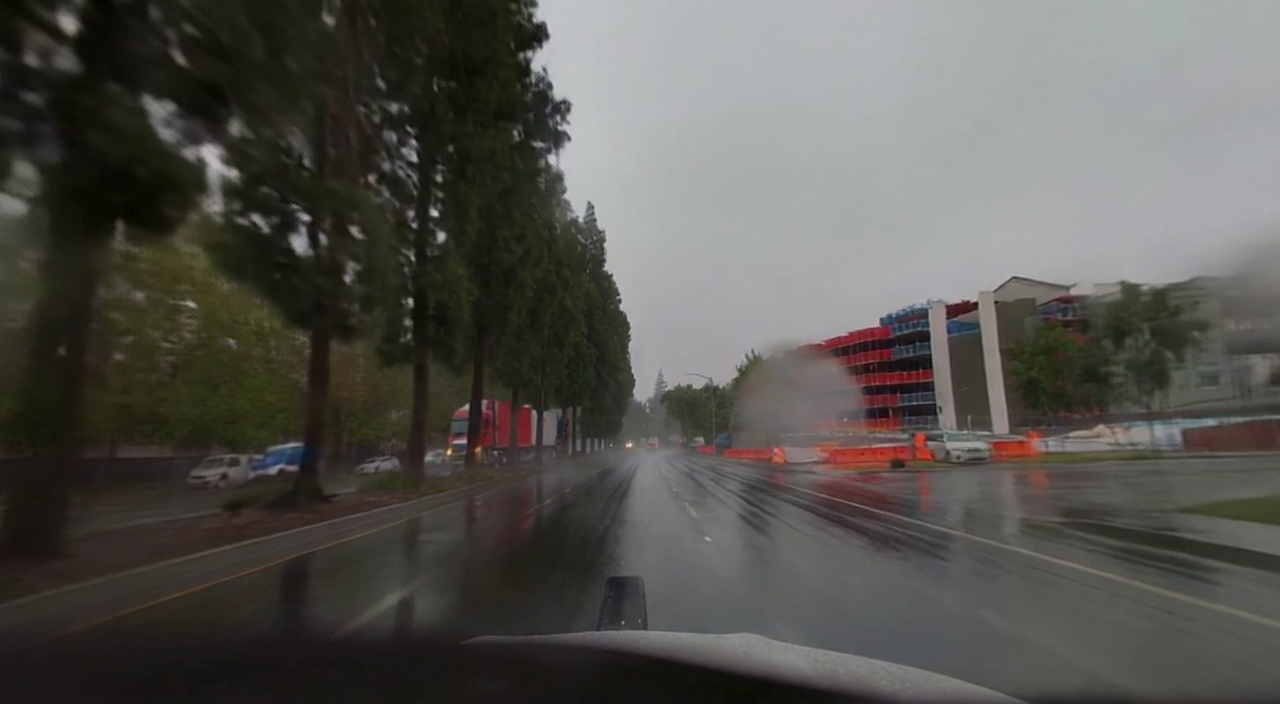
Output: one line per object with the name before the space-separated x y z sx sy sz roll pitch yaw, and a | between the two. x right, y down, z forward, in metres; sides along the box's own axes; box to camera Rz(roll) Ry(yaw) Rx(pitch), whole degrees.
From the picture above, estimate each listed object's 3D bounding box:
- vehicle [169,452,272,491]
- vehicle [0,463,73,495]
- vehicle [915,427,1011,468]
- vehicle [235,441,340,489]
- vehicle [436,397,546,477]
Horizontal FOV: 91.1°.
vehicle | -21.521 6.115 32.482 2.168 1.800 4.603 0 -8 -2
vehicle | -33.909 6.813 33.765 1.848 1.484 4.574 1 -8 16
vehicle | 16.477 4.923 32.462 2.021 1.835 5.654 2 -8 1
vehicle | -18.201 5.802 32.801 2.154 1.987 5.836 -5 -7 0
vehicle | -7.346 4.493 32.732 3.032 3.524 9.640 0 -8 2
